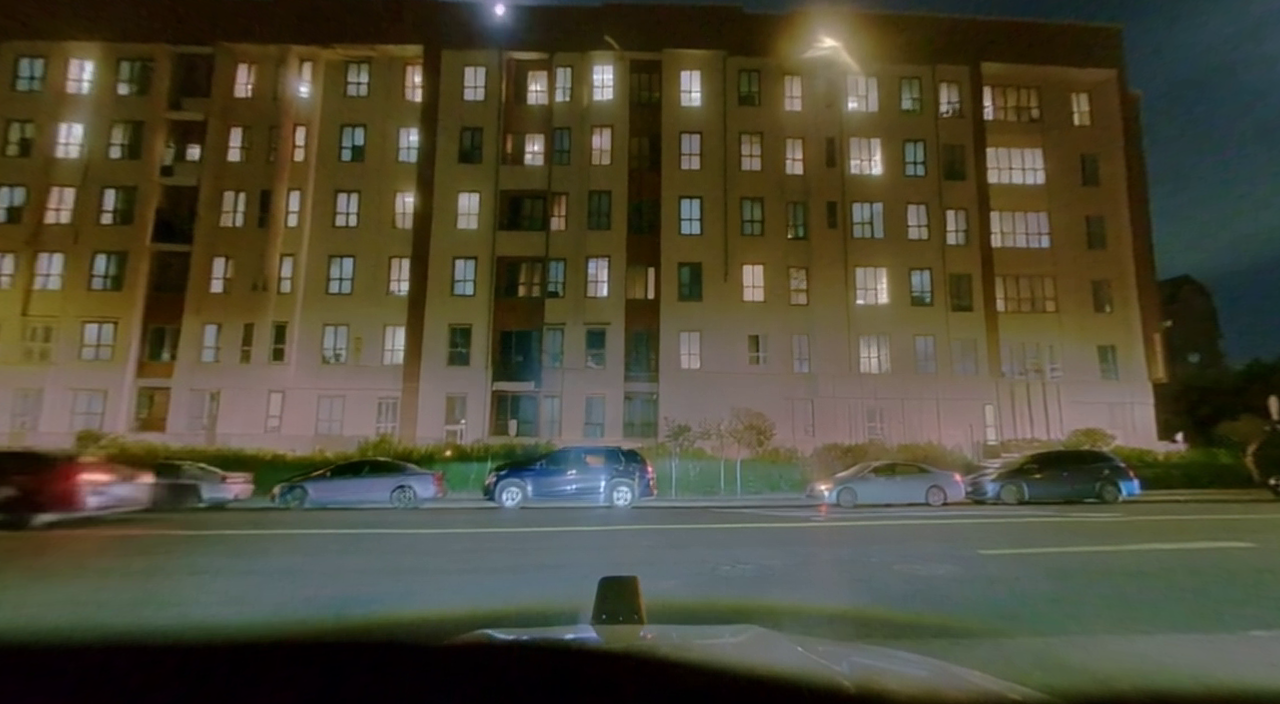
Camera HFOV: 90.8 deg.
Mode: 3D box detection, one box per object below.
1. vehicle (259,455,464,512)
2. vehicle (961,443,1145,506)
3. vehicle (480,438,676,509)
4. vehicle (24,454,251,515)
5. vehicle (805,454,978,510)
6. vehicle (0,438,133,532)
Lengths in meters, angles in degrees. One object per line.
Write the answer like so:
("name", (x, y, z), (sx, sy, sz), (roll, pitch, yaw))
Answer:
("vehicle", (-7.523, 3.631, 17.549), (4.851, 1.339, 1.785), (0, -12, -7))
("vehicle", (13.048, 3.827, 20.127), (4.544, 1.780, 1.966), (0, -8, -6))
("vehicle", (-1.793, 3.475, 18.213), (5.299, 1.860, 2.098), (2, -11, -10))
("vehicle", (-13.186, 3.477, 16.863), (4.336, 1.438, 1.776), (1, -8, -8))
("vehicle", (7.560, 3.899, 19.174), (4.521, 1.411, 1.726), (0, -9, -9))
("vehicle", (-11.985, 2.276, 11.030), (4.396, 1.501, 1.955), (1, -9, -7))
